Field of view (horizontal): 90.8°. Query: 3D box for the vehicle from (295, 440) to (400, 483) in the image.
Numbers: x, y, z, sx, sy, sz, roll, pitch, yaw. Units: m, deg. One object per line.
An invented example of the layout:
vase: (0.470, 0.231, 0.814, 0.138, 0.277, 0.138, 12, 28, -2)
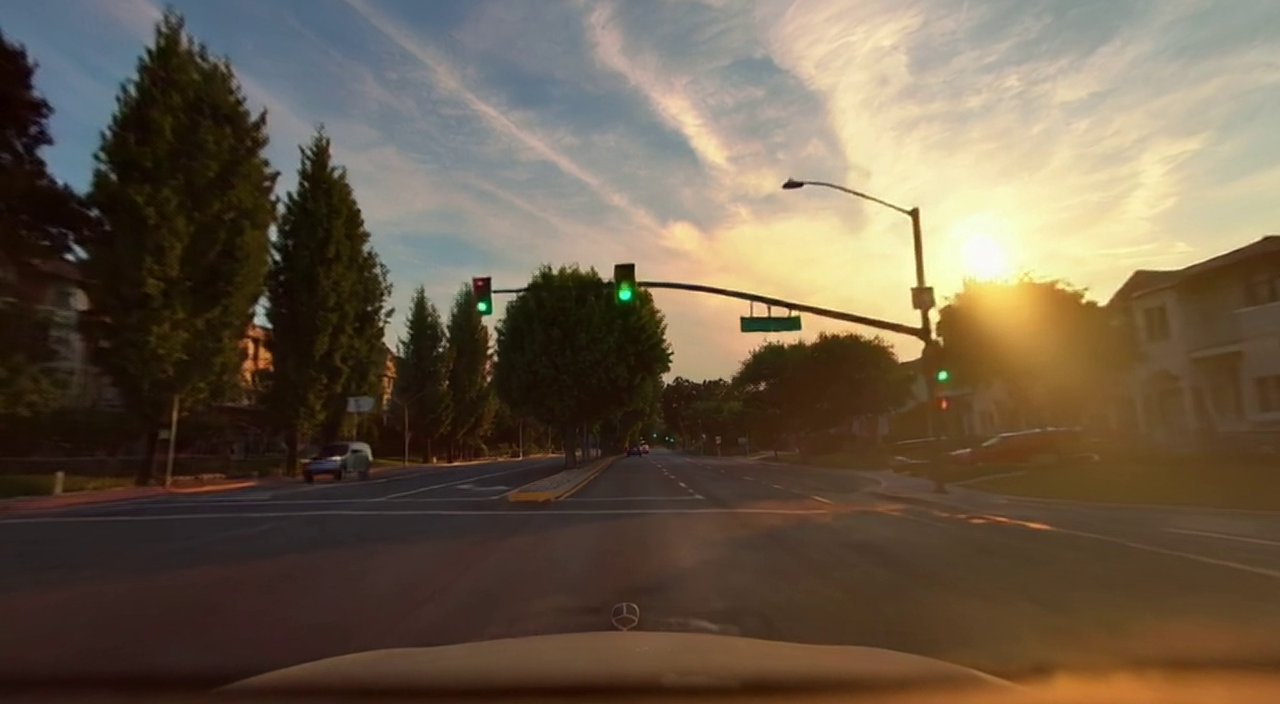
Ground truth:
vehicle: (-15.076, 5.649, 33.084, 2.403, 2.039, 5.887, -1, -8, 3)
